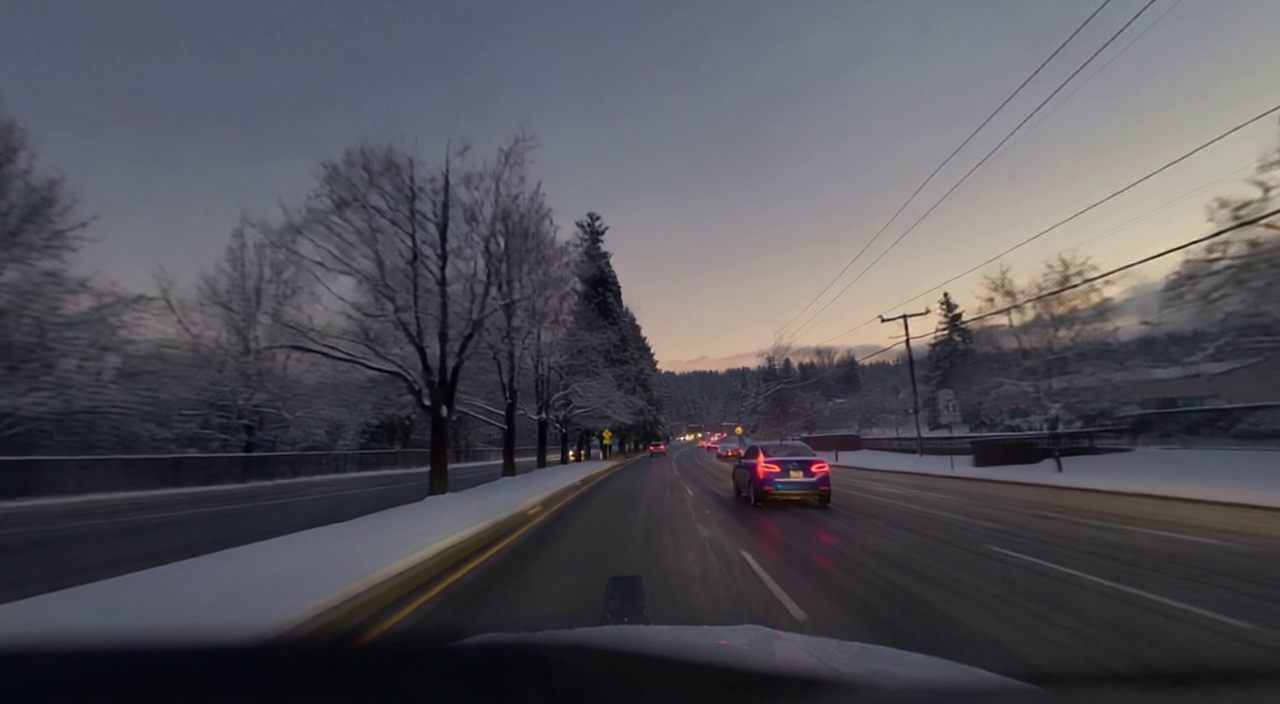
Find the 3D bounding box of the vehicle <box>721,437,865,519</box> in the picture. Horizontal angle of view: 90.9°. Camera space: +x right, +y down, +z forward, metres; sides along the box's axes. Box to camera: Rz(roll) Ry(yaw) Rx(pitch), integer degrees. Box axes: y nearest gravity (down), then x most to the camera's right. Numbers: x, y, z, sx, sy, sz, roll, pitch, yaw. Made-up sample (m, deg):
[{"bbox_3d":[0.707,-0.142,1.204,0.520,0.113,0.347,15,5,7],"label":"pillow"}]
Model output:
[{"bbox_3d":[3.105,2.651,13.798,2.063,1.481,4.247,0,-9,0],"label":"vehicle"}]
